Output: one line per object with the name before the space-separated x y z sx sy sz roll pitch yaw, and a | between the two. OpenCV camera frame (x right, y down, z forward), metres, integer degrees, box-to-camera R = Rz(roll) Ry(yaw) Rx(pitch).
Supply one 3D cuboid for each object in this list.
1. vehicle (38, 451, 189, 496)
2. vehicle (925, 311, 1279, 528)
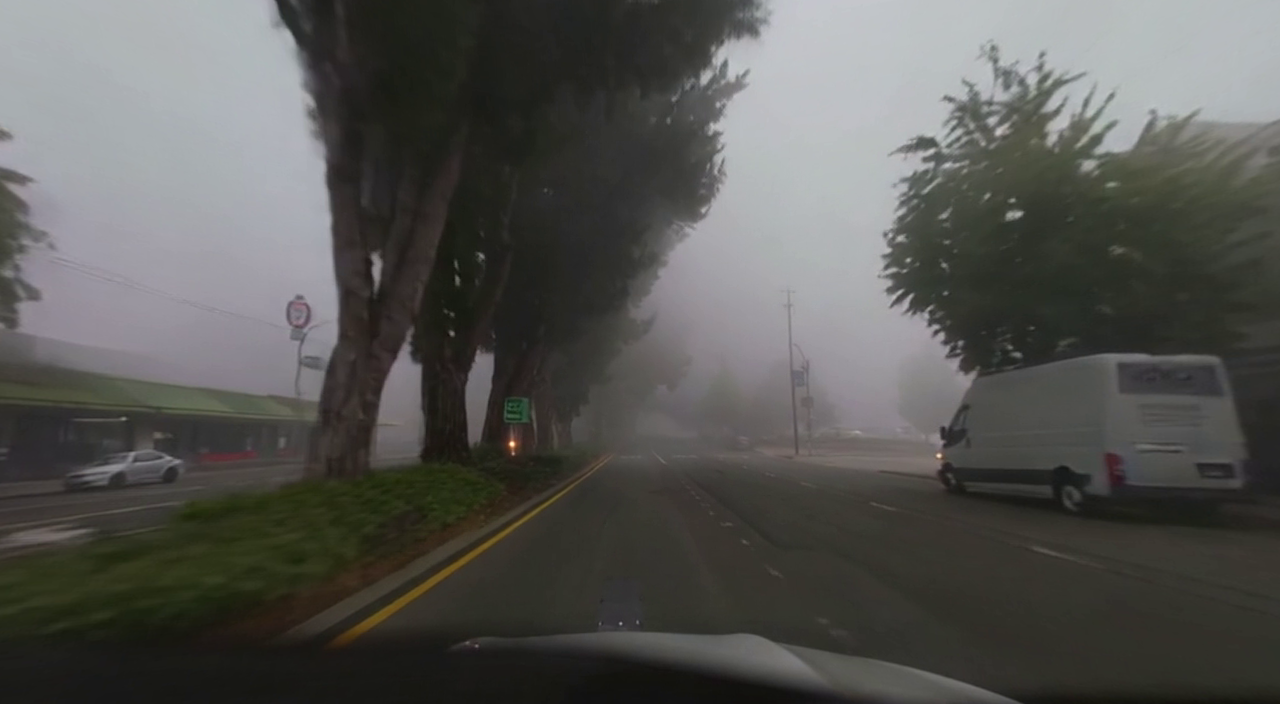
vehicle | -19.518 4.493 23.748 1.813 1.465 4.454 0 -9 0
vehicle | 9.652 1.636 14.002 2.684 3.381 8.336 0 -9 0
